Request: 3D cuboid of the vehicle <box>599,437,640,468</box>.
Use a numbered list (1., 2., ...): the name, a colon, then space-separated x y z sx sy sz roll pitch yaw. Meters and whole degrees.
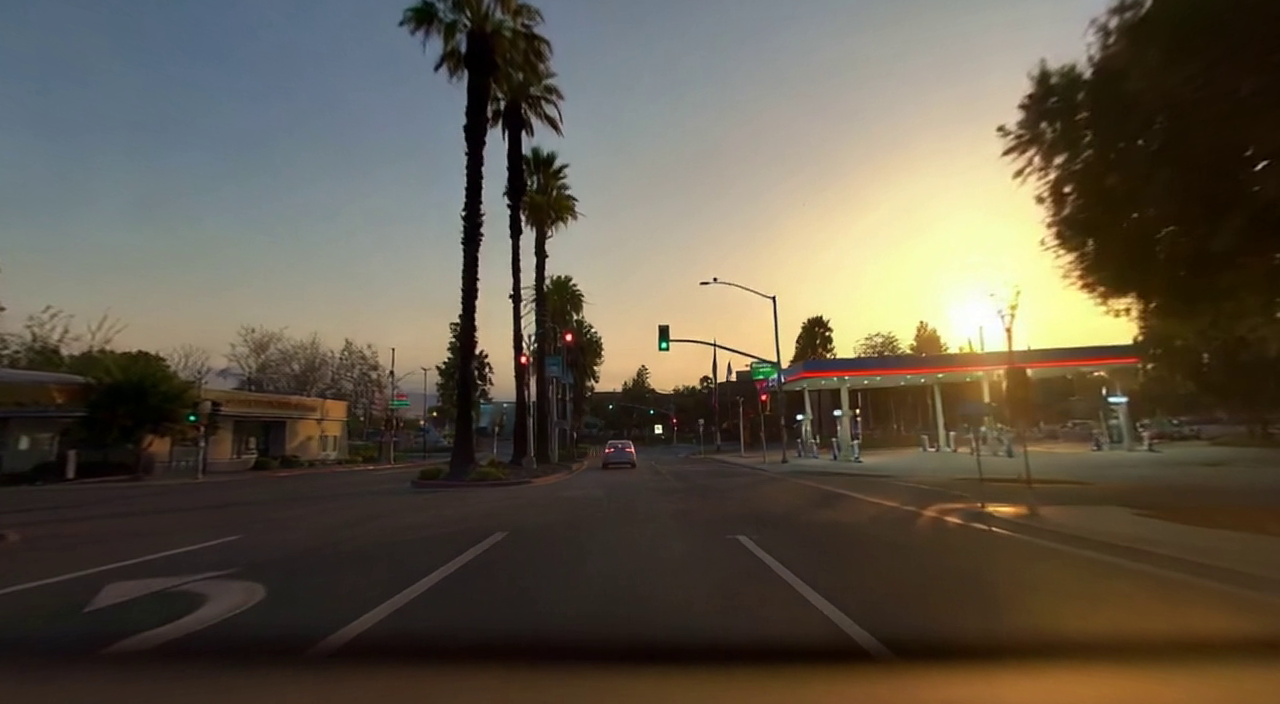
1. vehicle: -1.126 5.425 34.141 2.073 1.525 4.809 0 -9 -2
